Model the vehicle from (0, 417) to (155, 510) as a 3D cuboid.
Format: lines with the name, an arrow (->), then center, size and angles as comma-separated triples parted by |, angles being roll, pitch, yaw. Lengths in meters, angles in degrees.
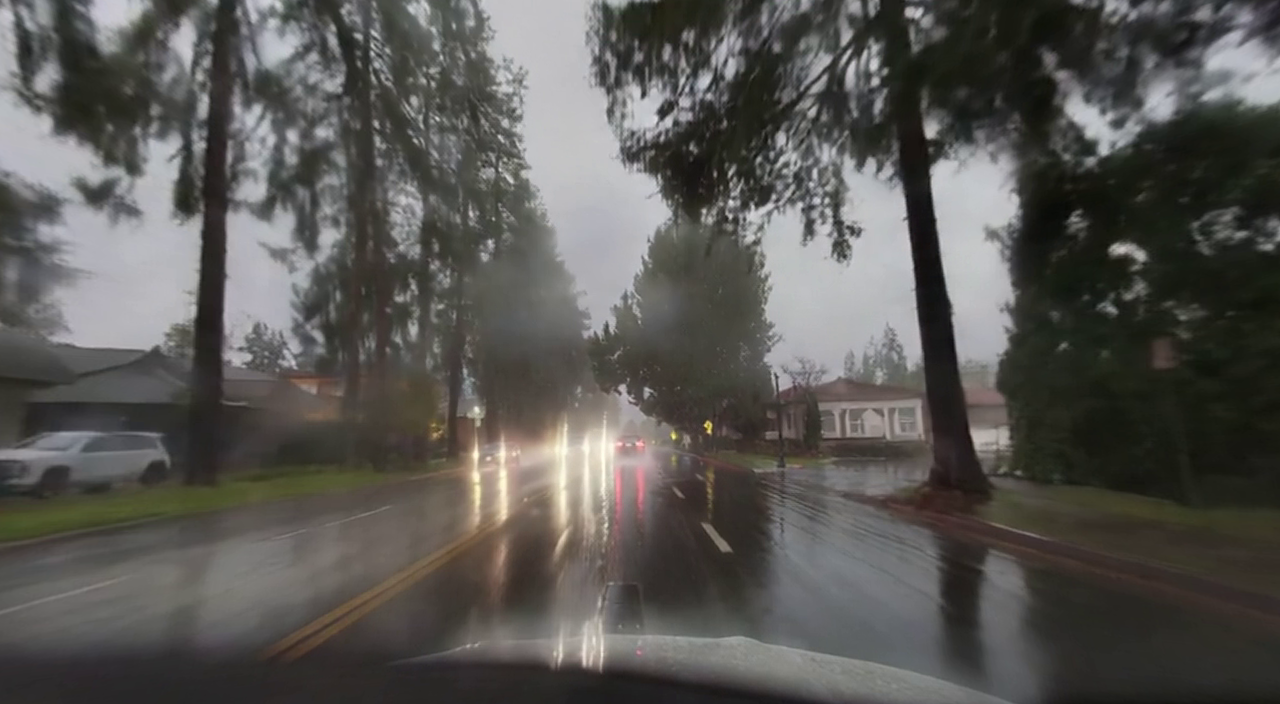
vehicle -> -15.819, 2.865, 16.393 | 2.385, 2.081, 5.237 | 0, -9, -2

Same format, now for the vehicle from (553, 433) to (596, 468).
vehicle -> -3.847, 5.875, 37.707 | 1.991, 1.794, 4.572 | -3, -9, 0

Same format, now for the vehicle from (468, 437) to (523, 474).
vehicle -> -7.885, 5.695, 34.859 | 1.978, 1.744, 4.301 | -4, -9, 0

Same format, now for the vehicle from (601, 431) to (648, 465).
vehicle -> -0.840, 5.782, 38.095 | 2.554, 1.902, 5.329 | 0, -9, 1
